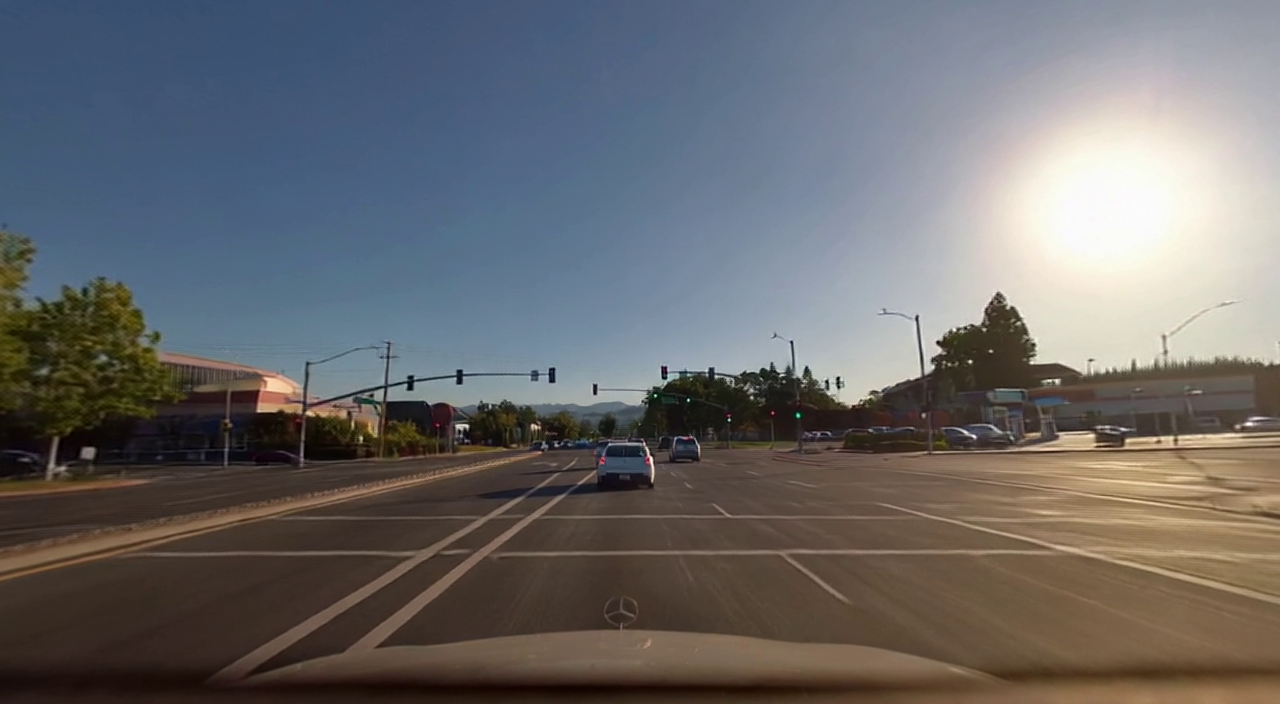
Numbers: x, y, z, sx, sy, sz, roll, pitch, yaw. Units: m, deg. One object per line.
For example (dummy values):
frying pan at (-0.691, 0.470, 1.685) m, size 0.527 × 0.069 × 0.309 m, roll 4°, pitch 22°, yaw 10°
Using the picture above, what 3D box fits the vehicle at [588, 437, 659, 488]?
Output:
vehicle at (-0.491, 3.485, 20.169) m, size 2.040 × 1.451 × 3.736 m, roll 0°, pitch -9°, yaw 0°

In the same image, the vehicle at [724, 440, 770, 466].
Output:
vehicle at (6.281, 6.002, 37.692) m, size 1.890 × 1.489 × 4.396 m, roll 0°, pitch -9°, yaw -1°
